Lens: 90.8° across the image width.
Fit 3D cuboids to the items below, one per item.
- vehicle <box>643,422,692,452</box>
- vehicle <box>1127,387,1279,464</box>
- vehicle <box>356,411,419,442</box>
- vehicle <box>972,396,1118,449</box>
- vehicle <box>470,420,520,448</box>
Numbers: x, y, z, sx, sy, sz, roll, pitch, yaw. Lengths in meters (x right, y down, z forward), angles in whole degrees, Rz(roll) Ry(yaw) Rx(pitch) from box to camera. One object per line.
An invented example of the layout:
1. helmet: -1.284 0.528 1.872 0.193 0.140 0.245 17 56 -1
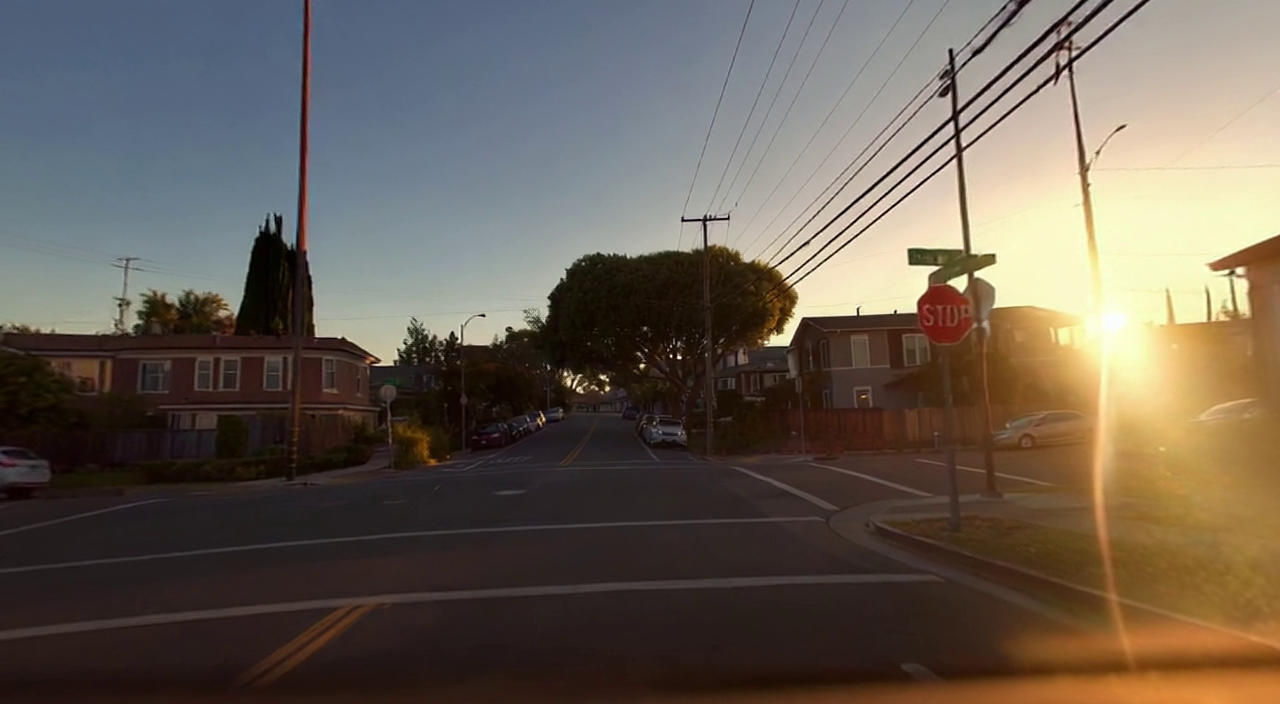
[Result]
1. vehicle: 1.422 4.609 34.116 2.120 1.487 4.360 1 -8 -4
2. vehicle: 15.519 1.939 16.383 4.389 1.818 2.062 2 -9 -12
3. vehicle: -14.693 4.441 37.030 1.992 1.678 4.658 0 -8 -4
4. vehicle: 16.994 3.023 26.615 4.985 2.088 2.141 2 -9 -13
5. vehicle: -8.668 4.984 38.211 2.065 1.553 4.636 0 -8 -2
